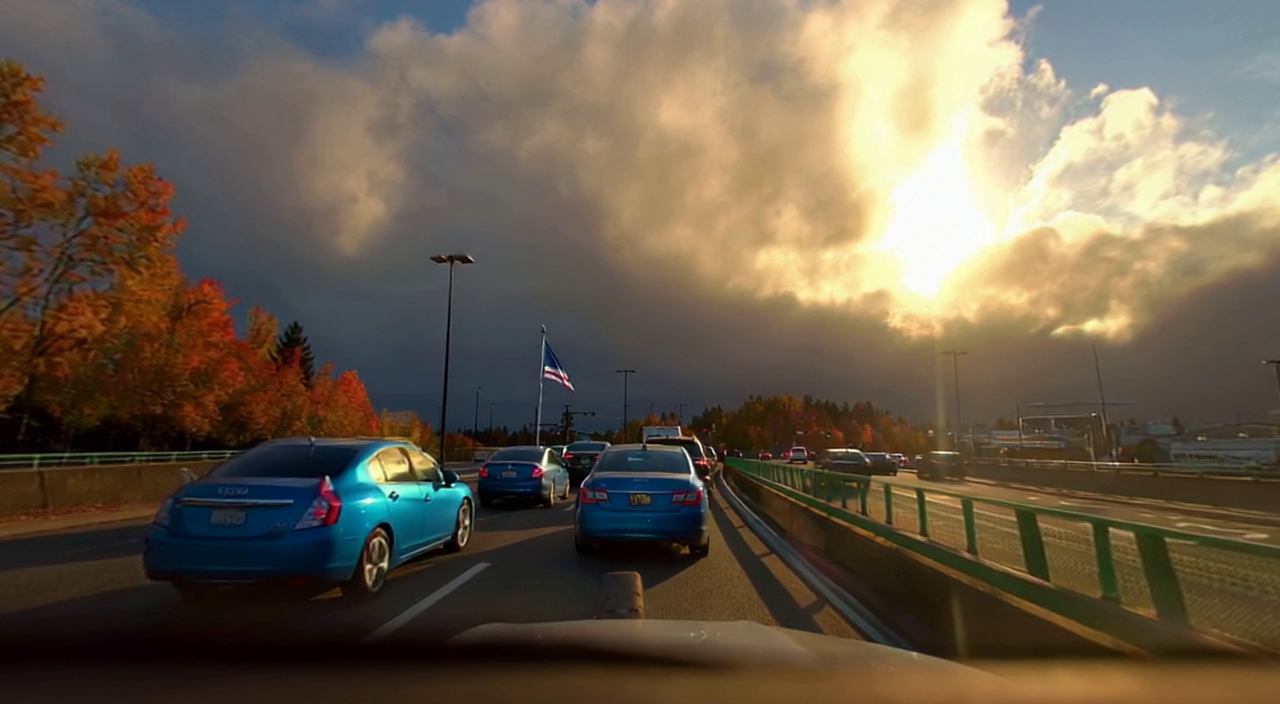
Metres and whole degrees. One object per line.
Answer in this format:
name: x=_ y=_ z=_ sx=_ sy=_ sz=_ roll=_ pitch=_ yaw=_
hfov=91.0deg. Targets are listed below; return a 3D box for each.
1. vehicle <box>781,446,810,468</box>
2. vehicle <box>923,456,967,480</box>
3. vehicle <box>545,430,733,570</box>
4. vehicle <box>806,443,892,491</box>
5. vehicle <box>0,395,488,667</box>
vehicle: x=11.651 y=7.902 z=47.496 sx=1.944 sy=1.544 sz=4.301 roll=-1 pitch=-9 yaw=12
vehicle: x=23.066 y=8.747 z=47.827 sx=1.946 sy=1.649 sz=4.326 roll=-1 pitch=-9 yaw=12
vehicle: x=0.113 y=1.971 z=9.210 sx=2.090 sy=1.506 sz=4.276 roll=0 pitch=-9 yaw=3
vehicle: x=7.792 y=4.294 z=23.947 sx=2.011 sy=1.610 sz=4.568 roll=0 pitch=-9 yaw=4
vehicle: x=-3.088 y=1.414 z=6.080 sx=1.988 sy=1.635 sz=4.260 roll=0 pitch=-9 yaw=3
